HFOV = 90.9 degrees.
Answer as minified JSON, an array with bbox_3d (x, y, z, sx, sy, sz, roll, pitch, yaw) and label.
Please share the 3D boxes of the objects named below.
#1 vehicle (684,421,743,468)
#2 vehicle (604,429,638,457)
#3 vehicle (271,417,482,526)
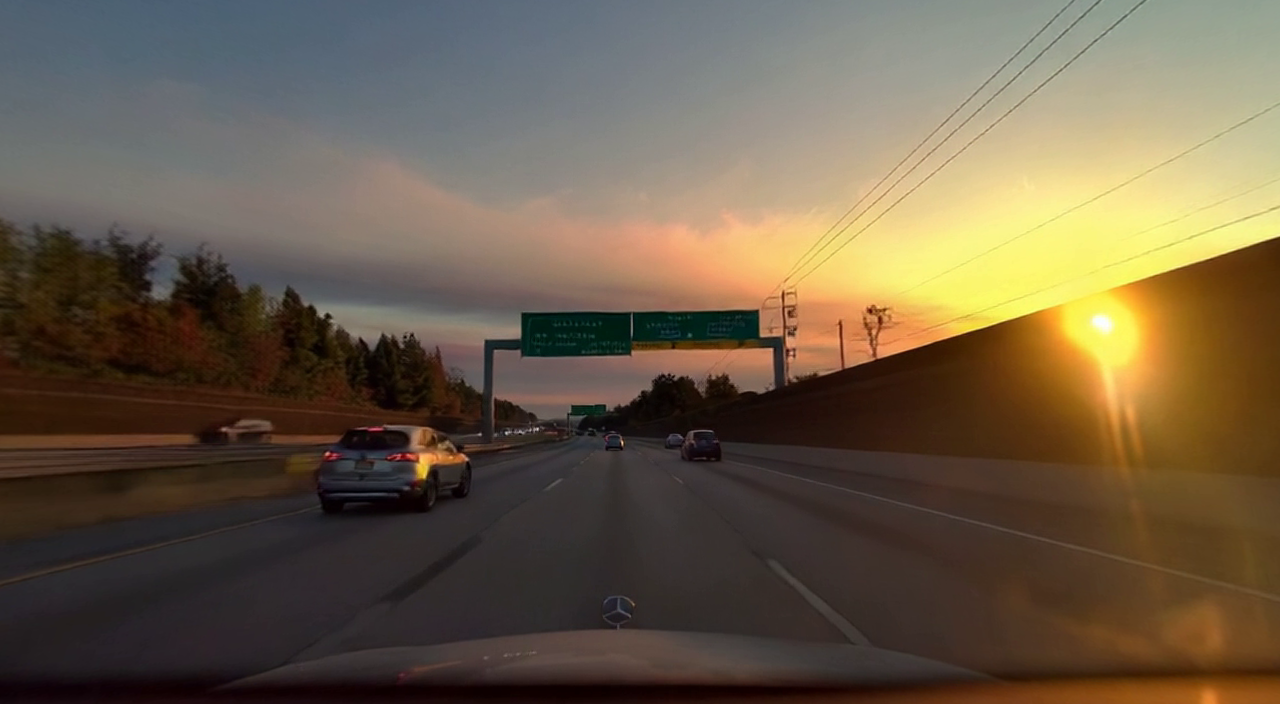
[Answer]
[{"bbox_3d":[3.120,4.002,27.431,1.976,1.905,3.263,0,-7,-4],"label":"vehicle"},{"bbox_3d":[-1.264,5.965,41.426,2.159,1.690,3.720,0,-7,-3],"label":"vehicle"},{"bbox_3d":[-4.404,2.027,11.365,2.100,1.590,4.077,0,-7,-1],"label":"vehicle"}]
